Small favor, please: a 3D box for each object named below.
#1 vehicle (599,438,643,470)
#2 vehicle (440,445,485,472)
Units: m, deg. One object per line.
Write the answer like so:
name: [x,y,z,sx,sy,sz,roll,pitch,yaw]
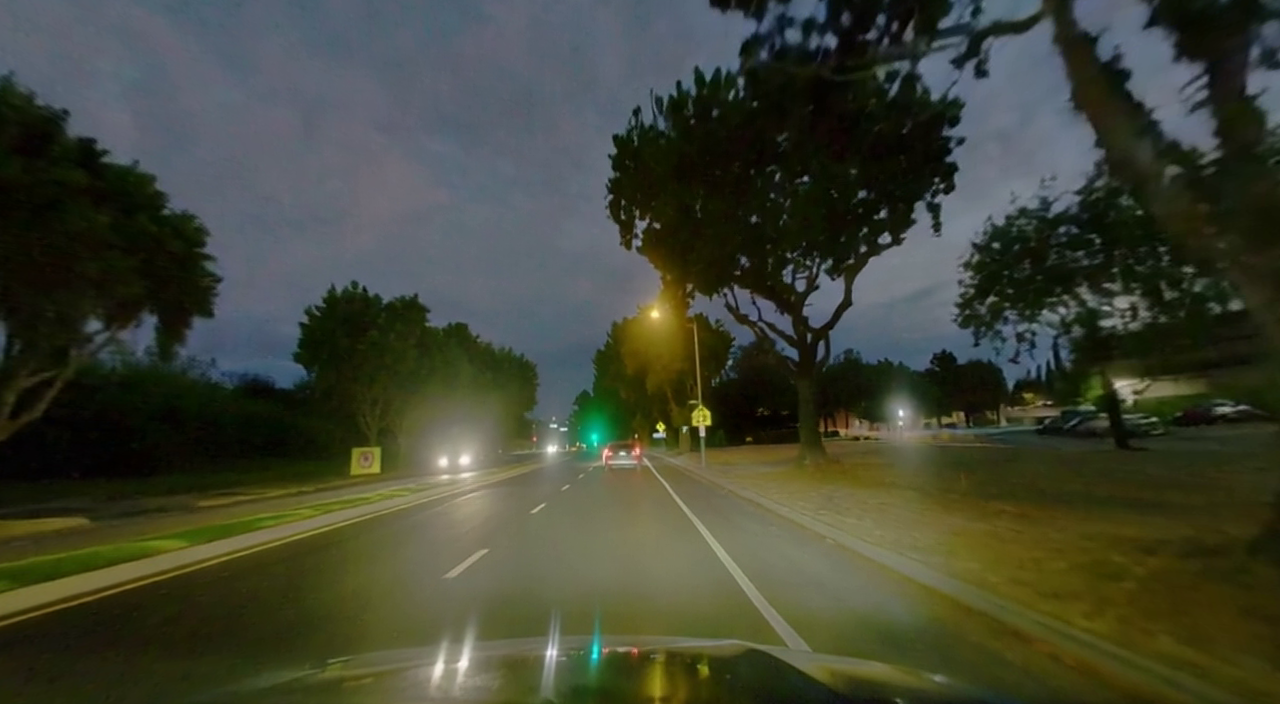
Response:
vehicle: [-0.958,5.161,32.273,2.111,1.466,4.223,-1,-8,-1]
vehicle: [-12.617,7.555,45.135,1.954,1.680,4.530,-3,-8,-2]
